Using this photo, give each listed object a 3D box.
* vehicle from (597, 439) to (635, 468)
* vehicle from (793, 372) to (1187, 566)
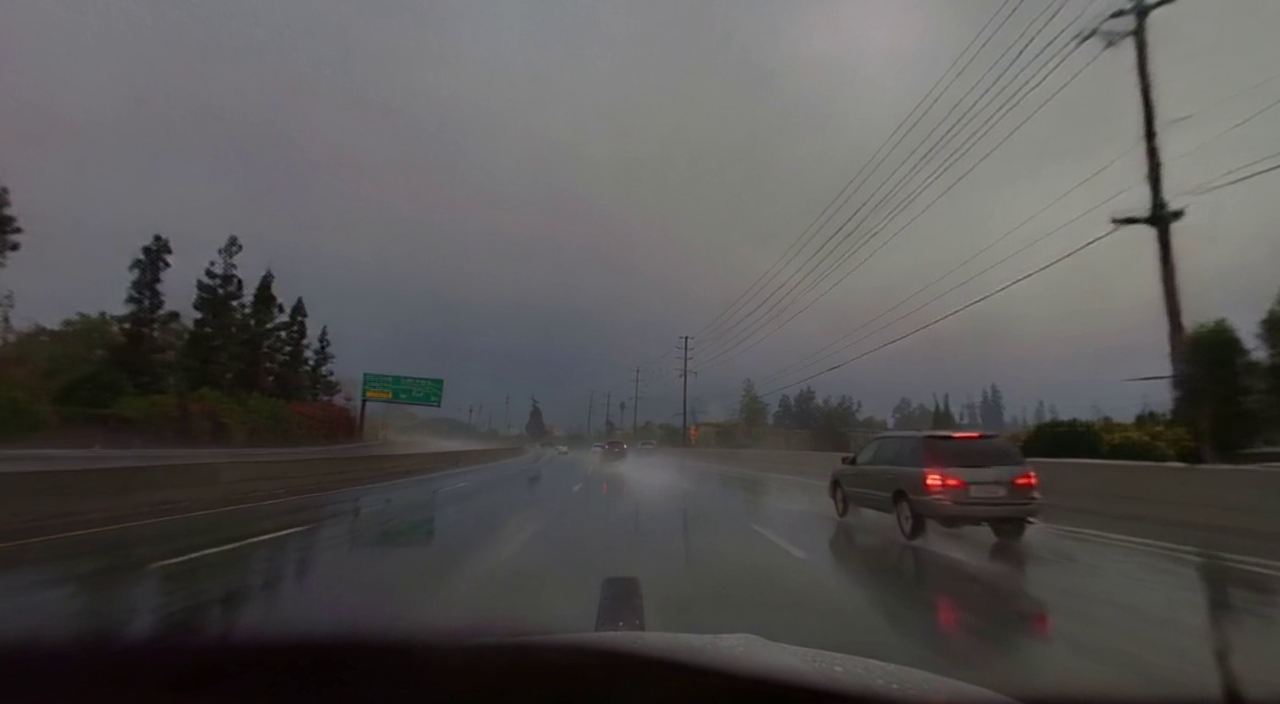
[{"bbox_3d":[-1.574,6.337,39.588,2.188,1.714,3.921,1,-8,-5],"label":"vehicle"},{"bbox_3d":[4.438,1.666,9.729,2.504,2.033,5.979,0,-8,-2],"label":"vehicle"}]
